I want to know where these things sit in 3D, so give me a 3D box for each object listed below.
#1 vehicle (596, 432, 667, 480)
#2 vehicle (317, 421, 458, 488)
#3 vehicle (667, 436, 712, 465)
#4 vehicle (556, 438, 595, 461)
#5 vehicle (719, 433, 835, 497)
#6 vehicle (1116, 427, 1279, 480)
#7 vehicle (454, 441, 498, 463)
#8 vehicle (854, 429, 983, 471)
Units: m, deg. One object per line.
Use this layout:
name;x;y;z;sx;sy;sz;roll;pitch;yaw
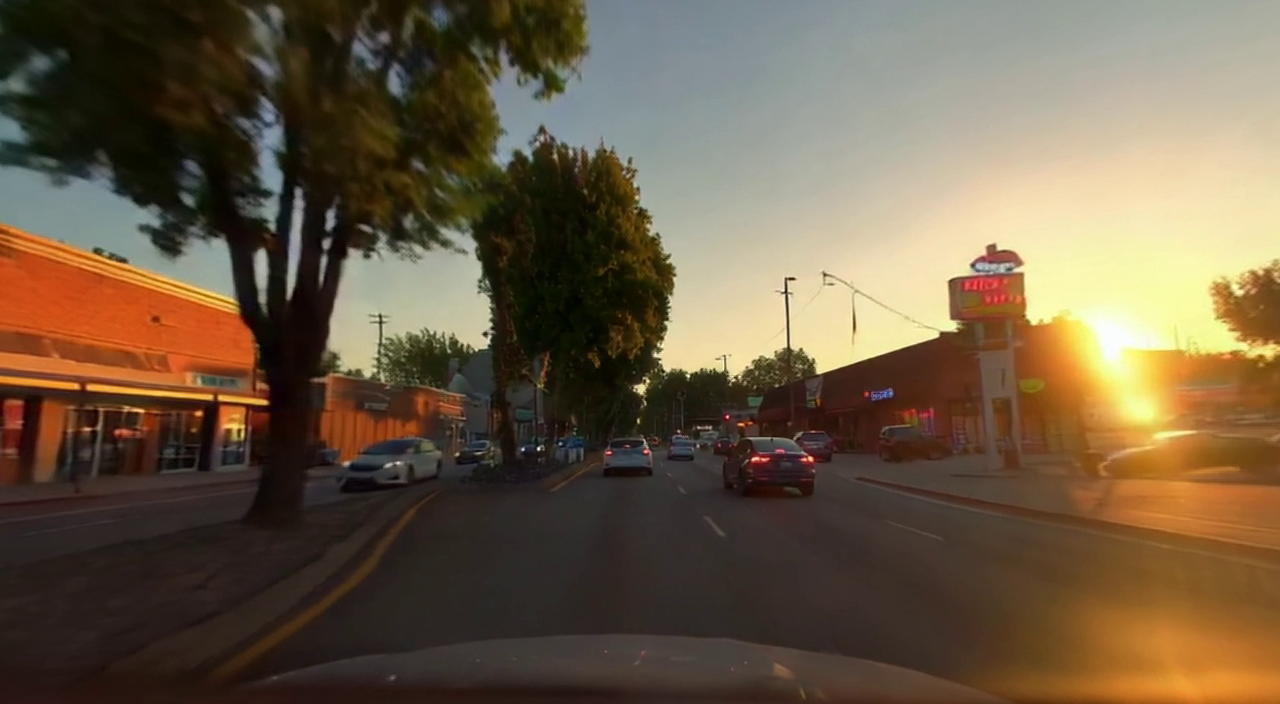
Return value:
vehicle;-0.282;3.581;22.097;2.232;1.508;4.319;0;-8;-1
vehicle;-8.257;3.428;21.491;2.320;1.949;5.755;0;-8;1
vehicle;2.732;5.539;35.773;2.098;1.527;3.966;0;-8;-2
vehicle;-4.415;6.709;43.745;2.129;1.459;4.358;0;-8;2
vehicle;3.454;2.927;16.859;2.060;1.471;4.168;0;-8;-1
vehicle;17.521;3.158;19.895;1.772;1.478;4.381;0;-8;2
vehicle;-11.653;7.124;45.166;1.919;1.497;4.565;0;-8;0
vehicle;11.401;4.026;26.115;4.291;1.652;2.122;1;-8;-7
